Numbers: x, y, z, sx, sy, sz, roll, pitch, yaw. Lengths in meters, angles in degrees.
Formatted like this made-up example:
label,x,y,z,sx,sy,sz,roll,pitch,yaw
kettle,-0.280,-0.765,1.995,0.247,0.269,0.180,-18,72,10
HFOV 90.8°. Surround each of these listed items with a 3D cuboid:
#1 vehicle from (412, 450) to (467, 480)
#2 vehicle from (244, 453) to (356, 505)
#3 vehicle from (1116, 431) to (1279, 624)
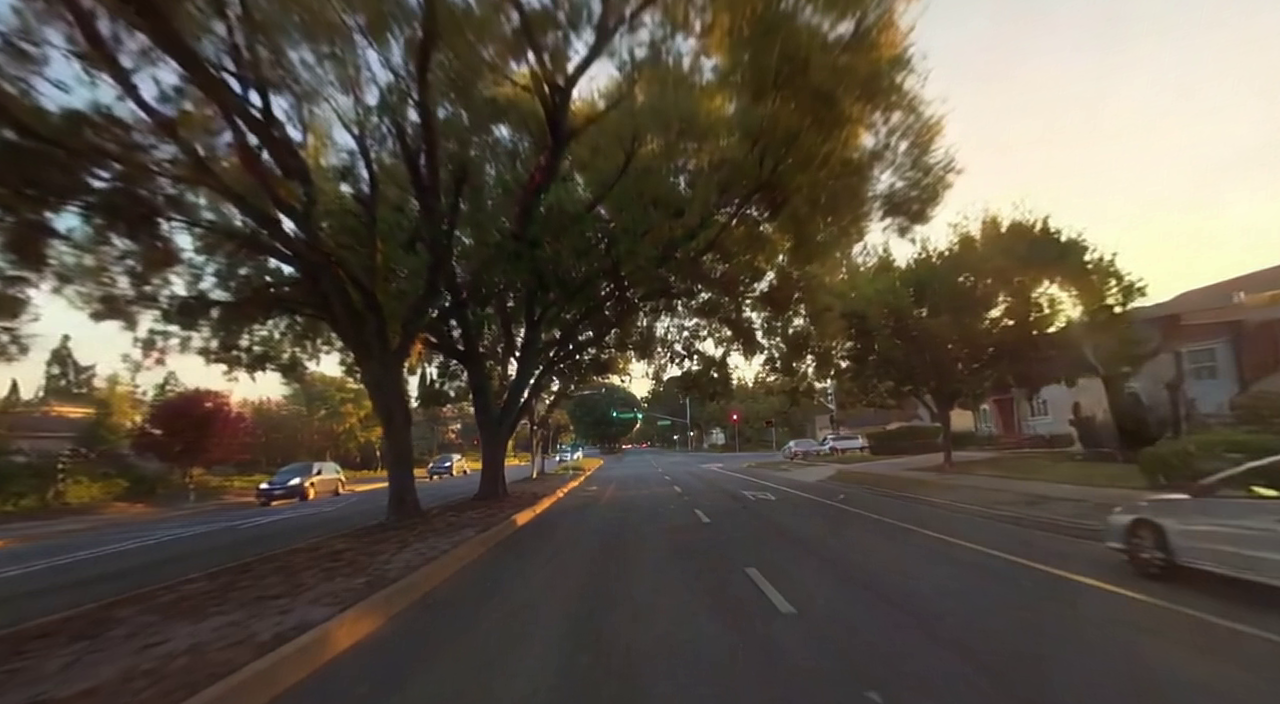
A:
label,x,y,z,sx,sy,sz,roll,pitch,yaw
vehicle,-13.061,7.321,41.411,2.121,1.791,4.871,0,-9,-2
vehicle,-12.953,4.805,24.402,1.916,1.754,4.337,0,-9,-1
vehicle,5.827,1.242,4.195,1.892,1.452,4.327,0,-9,-1
